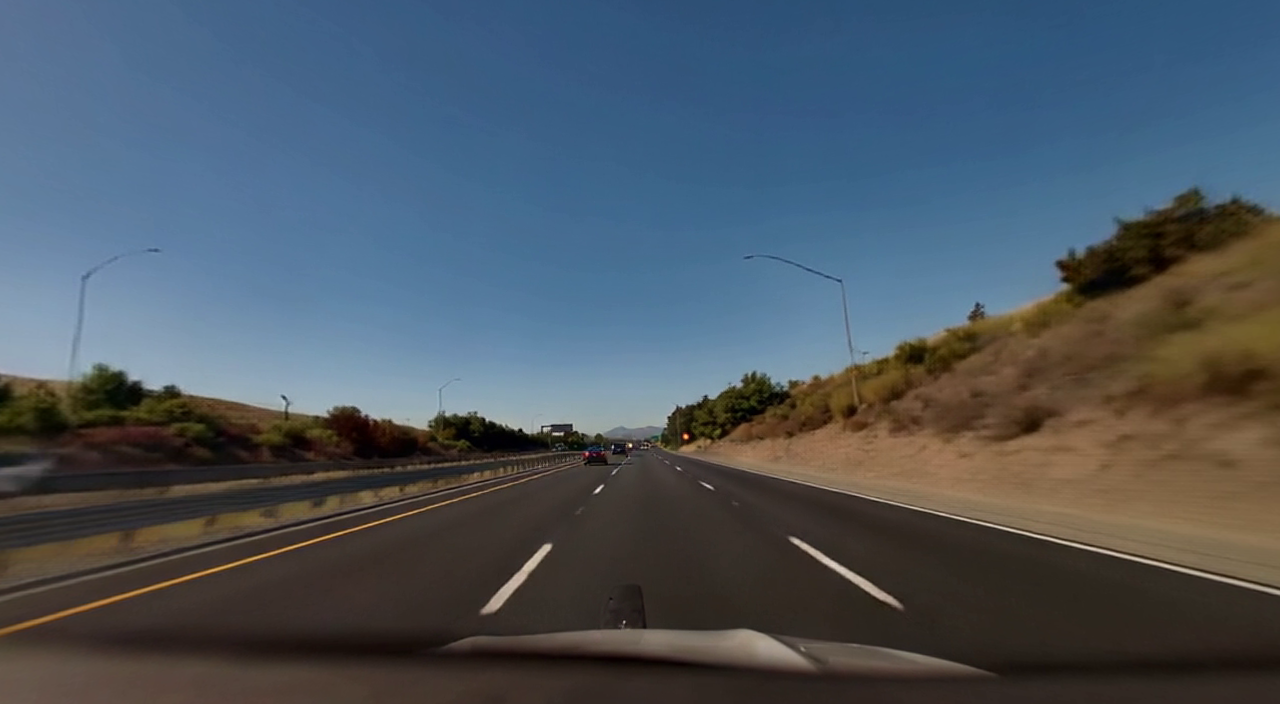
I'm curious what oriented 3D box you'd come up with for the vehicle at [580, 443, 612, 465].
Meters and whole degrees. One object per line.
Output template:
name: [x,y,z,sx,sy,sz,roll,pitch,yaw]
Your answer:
vehicle: [-3.128,7.292,45.385,1.991,1.475,4.302,0,-8,0]
